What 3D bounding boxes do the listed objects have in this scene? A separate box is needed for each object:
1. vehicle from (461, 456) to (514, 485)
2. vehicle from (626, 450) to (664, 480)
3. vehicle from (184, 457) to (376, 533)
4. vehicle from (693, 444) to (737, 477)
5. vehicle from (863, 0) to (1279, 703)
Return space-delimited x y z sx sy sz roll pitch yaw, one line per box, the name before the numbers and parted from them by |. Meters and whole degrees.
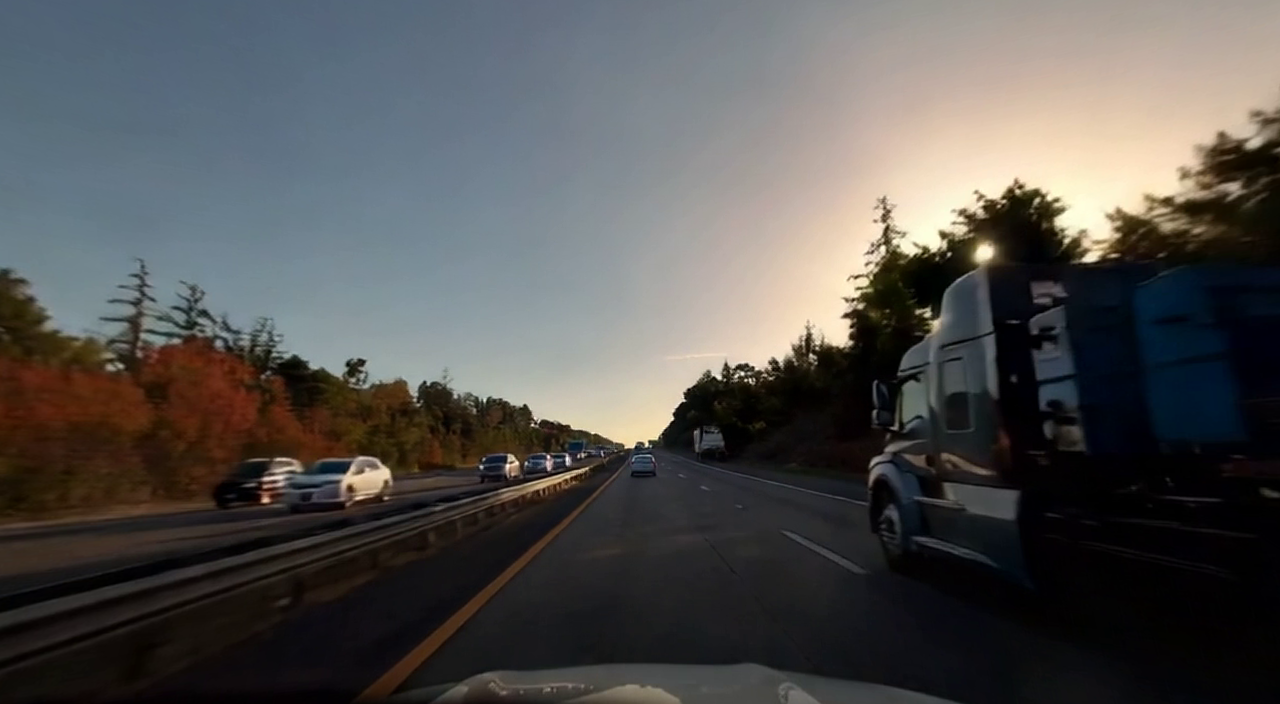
vehicle | -8.230 6.415 34.271 1.873 1.435 3.915 0 -9 0
vehicle | 0.262 6.082 34.018 1.939 1.495 3.612 0 -9 0
vehicle | -8.291 3.287 15.139 1.935 1.477 4.537 0 -9 0
vehicle | 4.512 6.595 38.463 2.020 1.849 4.051 0 -9 -2
vehicle | 4.507 -0.055 2.515 2.885 3.679 12.102 0 -9 1
